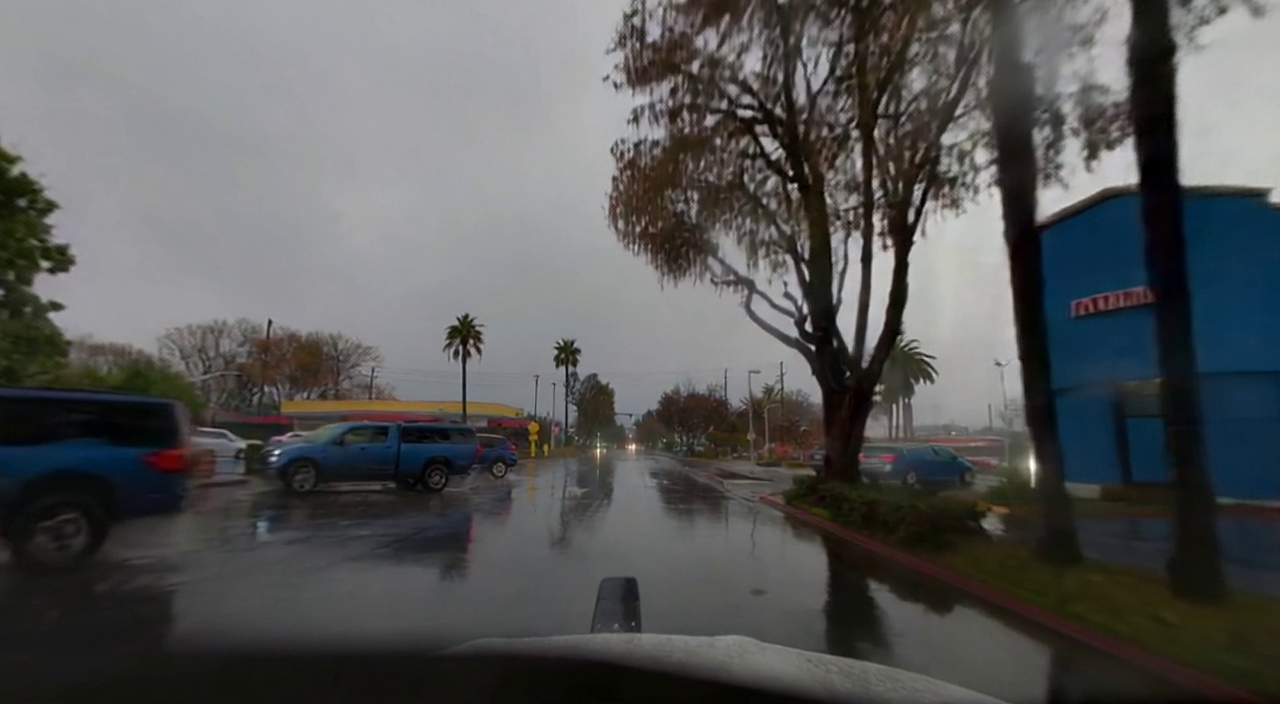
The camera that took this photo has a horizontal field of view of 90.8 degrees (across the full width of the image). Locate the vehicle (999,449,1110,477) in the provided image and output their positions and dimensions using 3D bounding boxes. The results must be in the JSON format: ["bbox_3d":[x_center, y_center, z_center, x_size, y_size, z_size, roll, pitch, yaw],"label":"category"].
[{"bbox_3d":[24.911,6.686,38.210,1.785,1.539,5.214,7,-11,-34],"label":"vehicle"}]

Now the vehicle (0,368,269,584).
[{"bbox_3d":[-6.441,1.160,6.107,4.652,1.834,1.956,3,-9,-24],"label":"vehicle"}]

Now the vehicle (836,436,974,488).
[{"bbox_3d":[9.833,4.082,23.444,4.758,1.759,2.068,5,-11,-28],"label":"vehicle"}]

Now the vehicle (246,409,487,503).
[{"bbox_3d":[-6.325,2.408,14.877,4.787,1.867,2.092,6,-10,-34],"label":"vehicle"}]
